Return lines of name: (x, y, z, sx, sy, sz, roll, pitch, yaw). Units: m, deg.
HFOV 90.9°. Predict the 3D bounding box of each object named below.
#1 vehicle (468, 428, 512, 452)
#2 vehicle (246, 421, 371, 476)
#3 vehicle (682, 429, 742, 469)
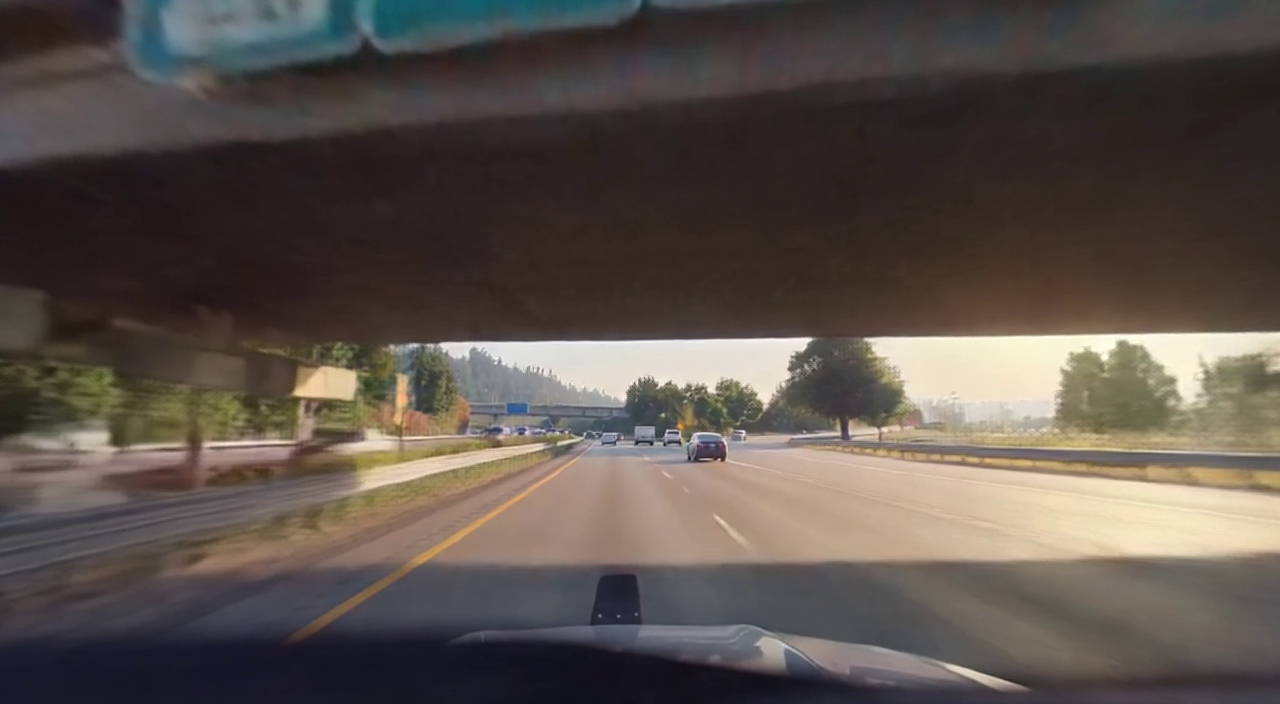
vehicle: (-10.016, 5.932, 42.449, 2.011, 1.519, 4.508, 0, -8, -2)
vehicle: (-9.514, 2.794, 18.468, 1.729, 1.450, 3.703, 0, -8, -2)
vehicle: (3.006, 4.102, 26.957, 1.938, 1.578, 3.764, 0, -8, -3)
